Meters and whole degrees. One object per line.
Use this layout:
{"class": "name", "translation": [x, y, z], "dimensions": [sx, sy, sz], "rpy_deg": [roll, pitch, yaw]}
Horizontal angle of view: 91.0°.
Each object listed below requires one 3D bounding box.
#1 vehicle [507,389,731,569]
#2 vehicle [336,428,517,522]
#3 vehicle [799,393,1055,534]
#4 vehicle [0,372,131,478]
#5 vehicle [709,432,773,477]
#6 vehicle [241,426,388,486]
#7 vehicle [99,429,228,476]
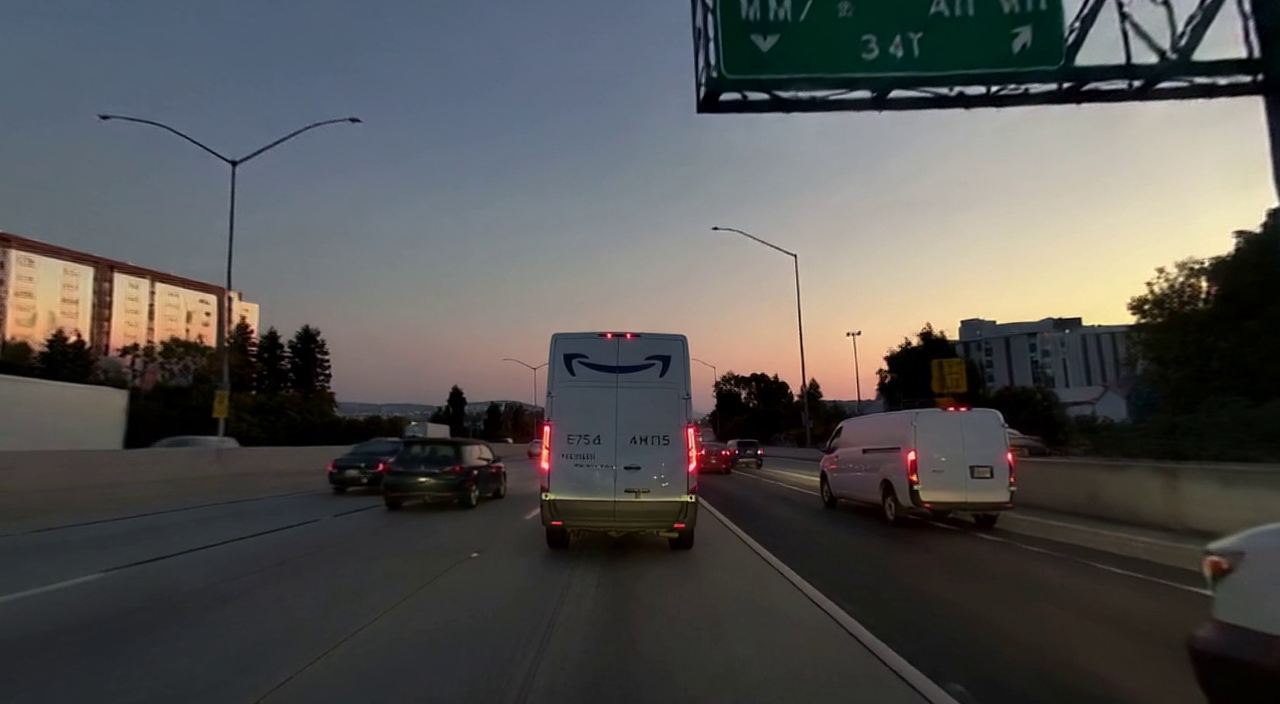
{"class": "vehicle", "translation": [-0.205, 1.627, 8.732], "dimensions": [2.287, 1.823, 4.369], "rpy_deg": [0, -9, 0]}
{"class": "vehicle", "translation": [-3.913, 2.328, 12.494], "dimensions": [1.983, 1.496, 4.371], "rpy_deg": [0, -8, 1]}
{"class": "vehicle", "translation": [4.794, 1.990, 11.741], "dimensions": [2.179, 1.999, 5.331], "rpy_deg": [1, -9, -1]}
{"class": "vehicle", "translation": [-22.979, 2.529, 21.703], "dimensions": [3.003, 3.521, 9.197], "rpy_deg": [0, -9, 1]}
{"class": "vehicle", "translation": [4.183, 4.351, 26.868], "dimensions": [2.064, 1.720, 4.416], "rpy_deg": [0, -8, 1]}
{"class": "vehicle", "translation": [-10.397, 3.365, 20.657], "dimensions": [2.191, 1.708, 4.784], "rpy_deg": [0, -8, 1]}
{"class": "vehicle", "translation": [-15.833, 3.351, 21.158], "dimensions": [1.578, 1.432, 3.491], "rpy_deg": [0, -9, 0]}
